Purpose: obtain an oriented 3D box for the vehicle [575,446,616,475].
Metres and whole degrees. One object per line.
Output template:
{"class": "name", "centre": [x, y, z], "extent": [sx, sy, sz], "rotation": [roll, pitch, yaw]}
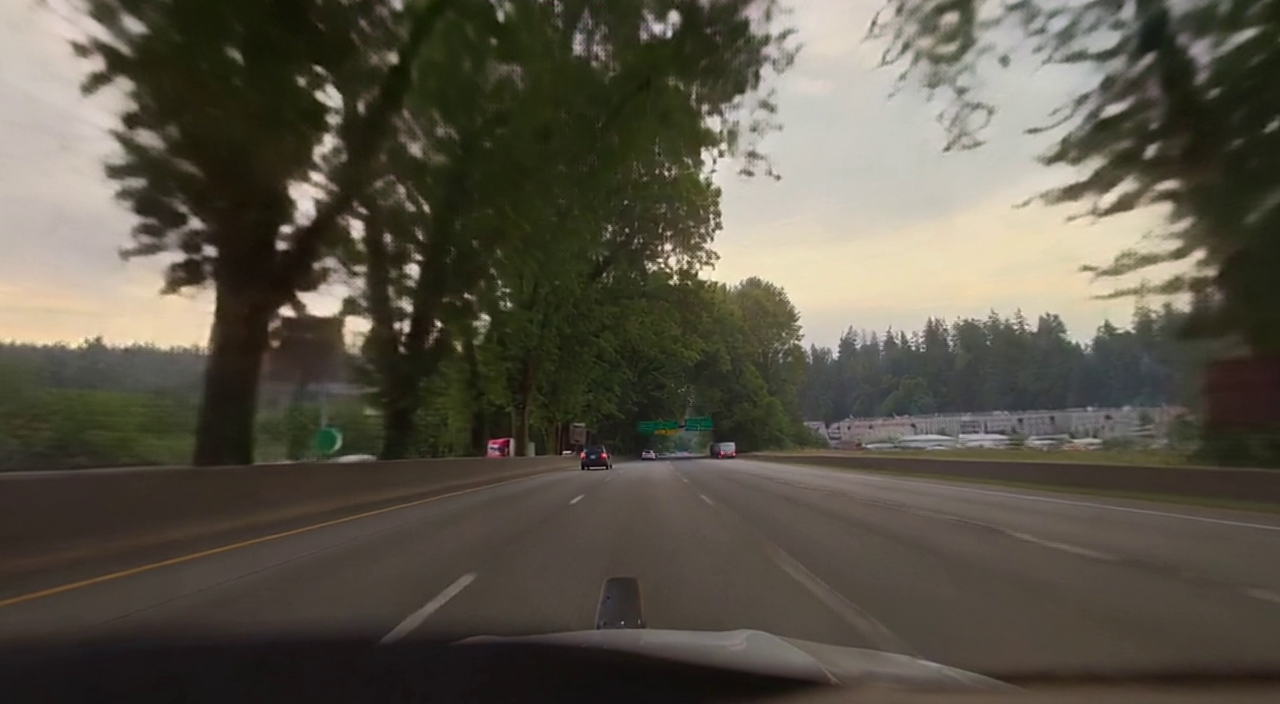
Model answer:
{"class": "vehicle", "centre": [-2.677, 6.684, 39.019], "extent": [2.086, 1.650, 4.122], "rotation": [-1, -9, 2]}
